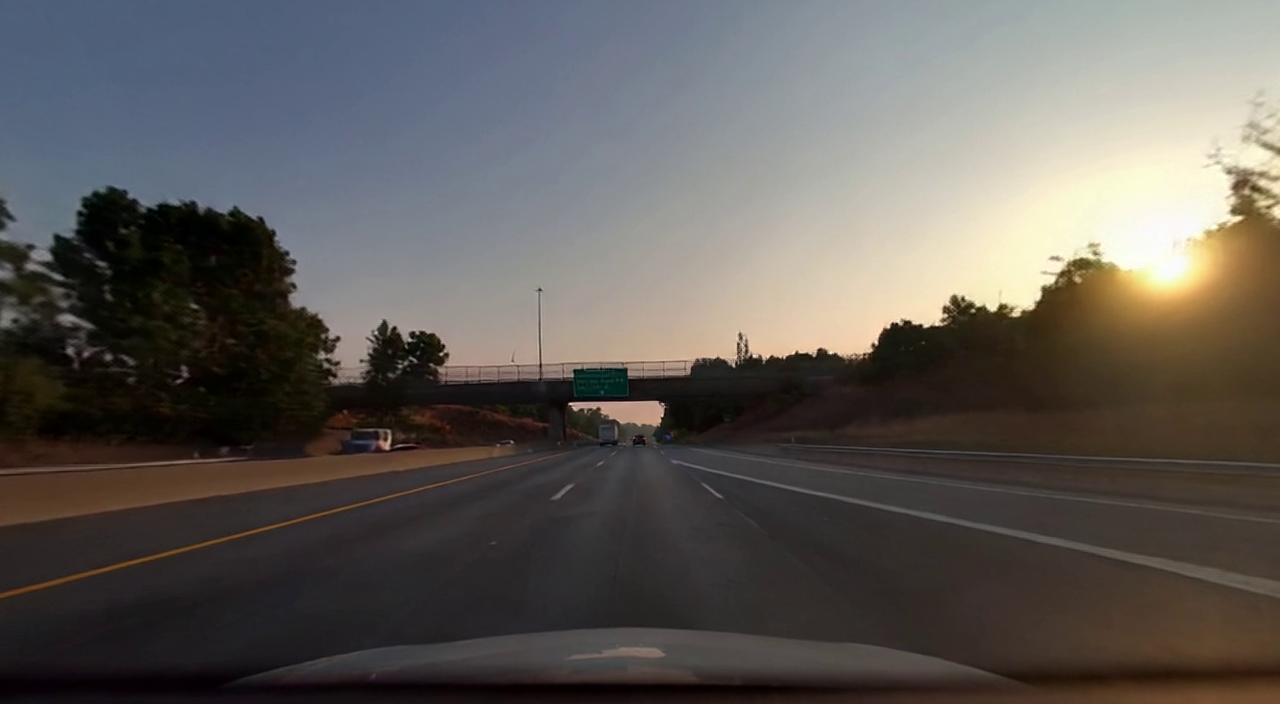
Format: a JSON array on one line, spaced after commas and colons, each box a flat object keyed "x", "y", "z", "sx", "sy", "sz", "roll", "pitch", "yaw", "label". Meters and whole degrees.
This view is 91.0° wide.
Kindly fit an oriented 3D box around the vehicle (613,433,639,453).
[{"x": -1.161, "y": 7.180, "z": 49.711, "sx": 1.952, "sy": 1.438, "sz": 3.702, "roll": 0, "pitch": -8, "yaw": -3, "label": "vehicle"}]
